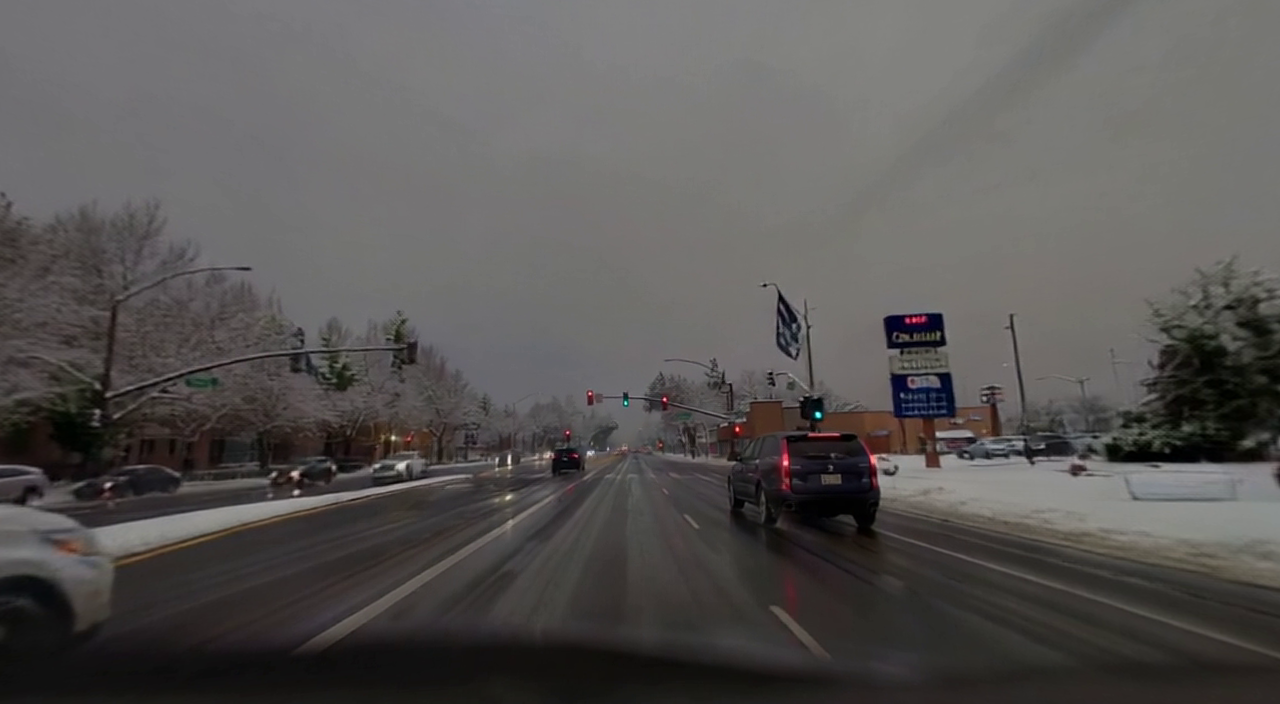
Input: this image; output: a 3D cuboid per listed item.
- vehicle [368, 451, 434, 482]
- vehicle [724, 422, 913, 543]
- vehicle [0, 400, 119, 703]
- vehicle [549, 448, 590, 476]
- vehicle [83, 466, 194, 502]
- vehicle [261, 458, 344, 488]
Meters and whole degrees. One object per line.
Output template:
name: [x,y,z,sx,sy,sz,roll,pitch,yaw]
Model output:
vehicle: [-13.027,6.270,34.765,1.963,1.545,4.320,0,-9,-1]
vehicle: [2.857,2.210,11.296,1.982,1.711,4.276,0,-9,-2]
vehicle: [-3.992,0.816,1.558,2.063,1.578,3.915,0,-9,-1]
vehicle: [-4.073,6.380,36.918,2.034,1.498,3.995,0,-9,-2]
vehicle: [-23.382,6.151,29.660,1.752,1.430,4.078,-1,-9,2]
vehicle: [-18.957,6.777,35.778,2.056,1.504,4.787,0,-9,0]
